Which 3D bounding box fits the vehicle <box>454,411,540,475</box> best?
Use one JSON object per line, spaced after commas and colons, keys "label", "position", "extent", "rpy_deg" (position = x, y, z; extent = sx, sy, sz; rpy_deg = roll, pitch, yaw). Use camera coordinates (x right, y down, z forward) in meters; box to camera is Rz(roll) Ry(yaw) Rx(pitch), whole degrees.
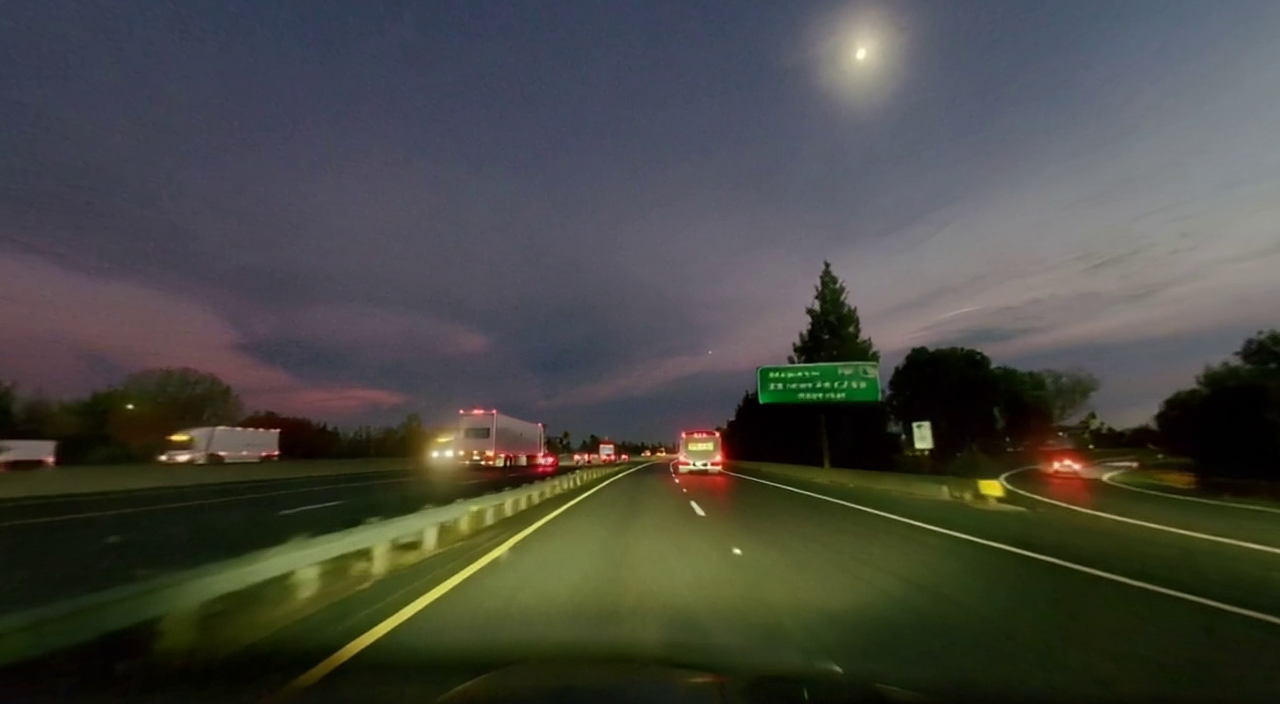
{"label": "vehicle", "position": [-10.197, 6.873, 47.249], "extent": [2.891, 4.062, 14.230], "rpy_deg": [0, -9, 1]}

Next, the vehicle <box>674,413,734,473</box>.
{"label": "vehicle", "position": [4.280, 6.608, 45.433], "extent": [2.928, 3.595, 13.975], "rpy_deg": [0, -9, 0]}
